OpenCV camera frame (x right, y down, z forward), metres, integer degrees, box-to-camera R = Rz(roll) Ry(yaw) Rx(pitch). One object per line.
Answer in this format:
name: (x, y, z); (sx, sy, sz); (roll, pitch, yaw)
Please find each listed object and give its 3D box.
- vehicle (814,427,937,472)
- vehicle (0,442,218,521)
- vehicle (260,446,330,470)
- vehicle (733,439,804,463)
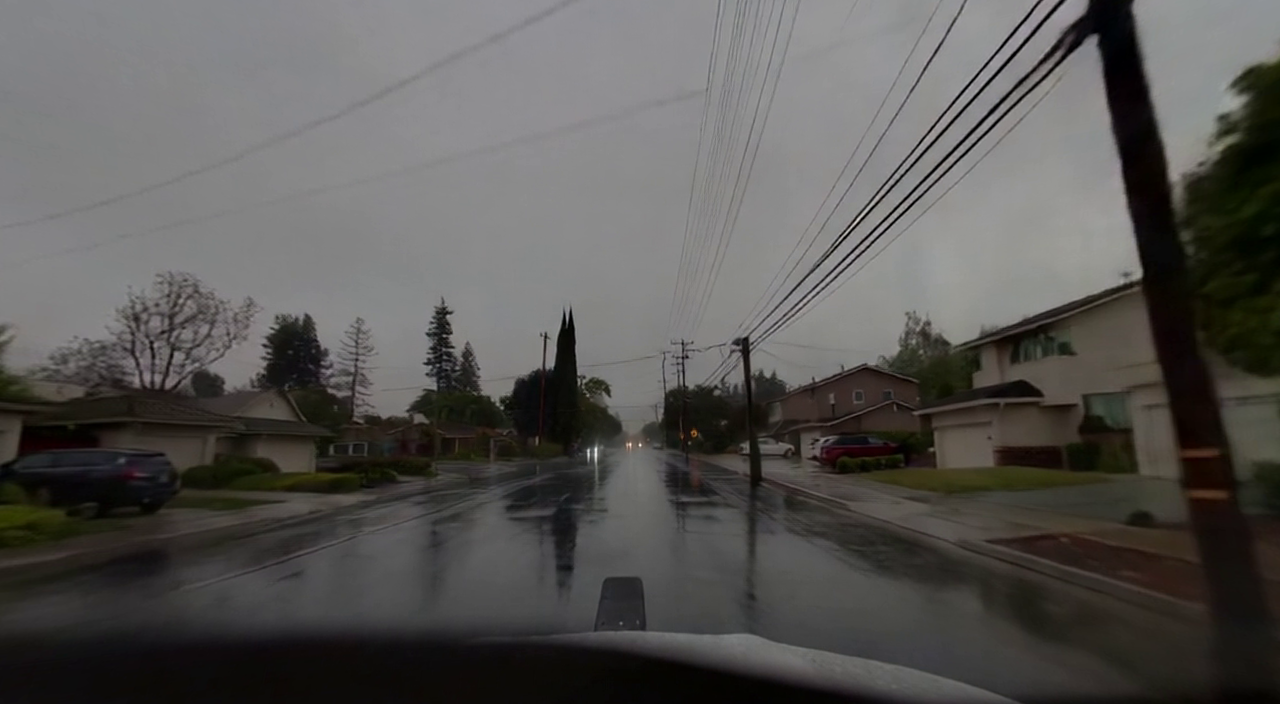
vehicle: (10.409, 4.340, 28.298); (4.686, 1.786, 2.019); (-3, -8, 6)
vehicle: (-12.574, 2.799, 14.070); (4.893, 1.567, 2.105); (0, -8, 4)
vehicle: (-27.088, 8.315, 49.647); (4.360, 1.582, 1.920); (-2, -8, -2)
vehicle: (9.599, 7.385, 47.419); (4.846, 1.577, 2.146); (-2, -8, 0)
